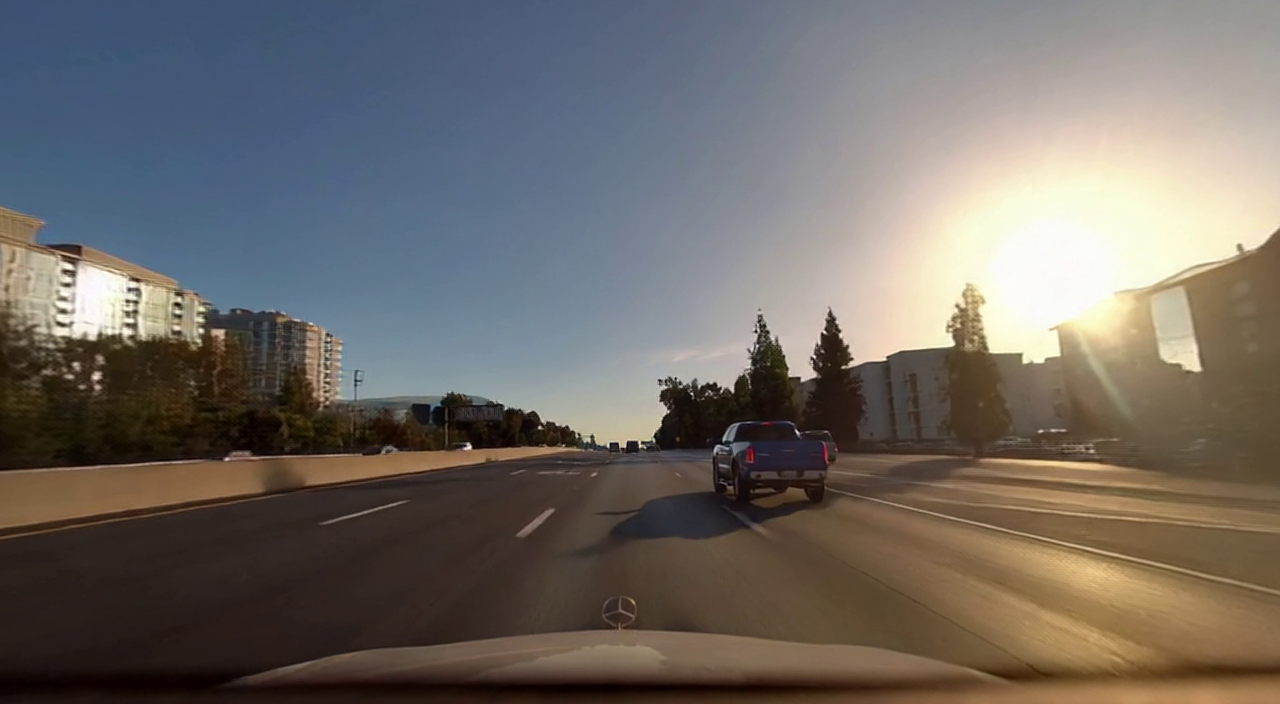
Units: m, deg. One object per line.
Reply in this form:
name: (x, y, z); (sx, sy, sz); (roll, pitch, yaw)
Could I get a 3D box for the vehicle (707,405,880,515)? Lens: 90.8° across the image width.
vehicle: (3.073, 2.334, 13.980); (2.462, 1.984, 4.718); (0, -9, -2)

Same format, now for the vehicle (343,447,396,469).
vehicle: (-19.731, 7.744, 46.329); (1.853, 1.477, 4.546); (-1, -9, 0)
